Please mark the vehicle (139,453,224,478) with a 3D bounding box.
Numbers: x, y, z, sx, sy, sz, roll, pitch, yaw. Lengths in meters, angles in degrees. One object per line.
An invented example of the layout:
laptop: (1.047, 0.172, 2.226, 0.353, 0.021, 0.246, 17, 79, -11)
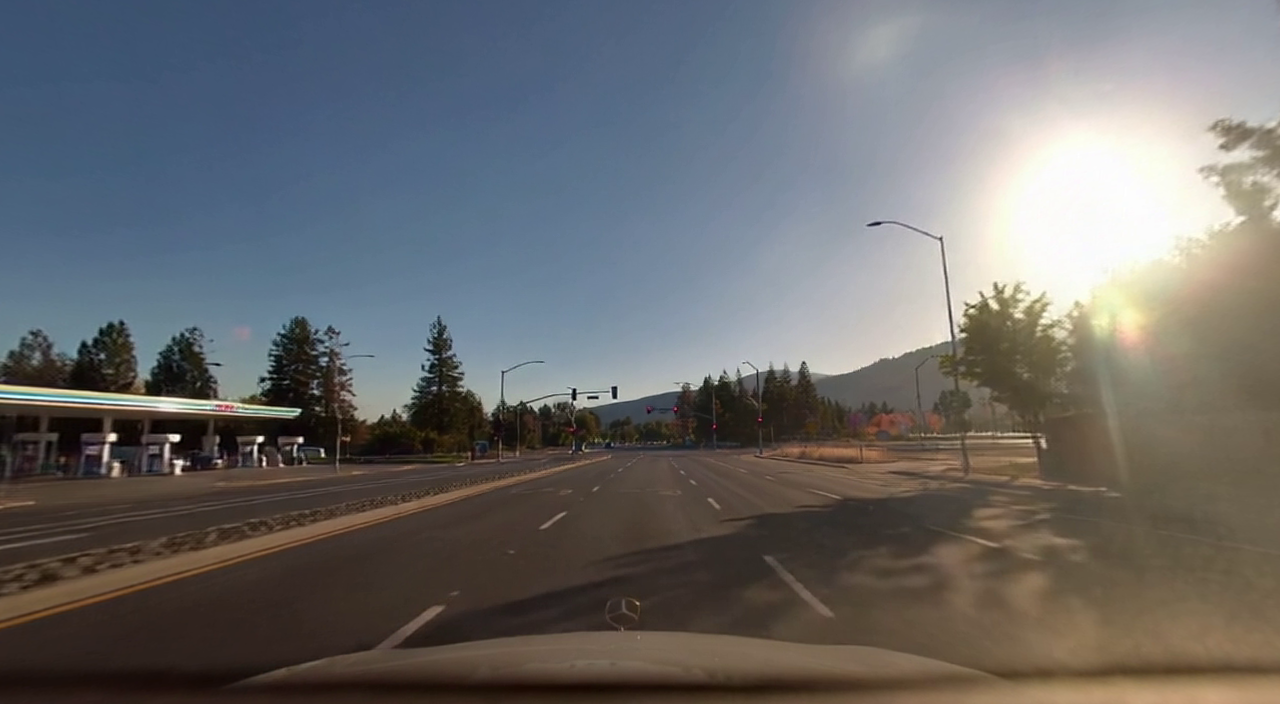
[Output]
vehicle: (-33.668, 8.325, 46.347, 1.992, 1.721, 4.570, -7, -11, 40)
